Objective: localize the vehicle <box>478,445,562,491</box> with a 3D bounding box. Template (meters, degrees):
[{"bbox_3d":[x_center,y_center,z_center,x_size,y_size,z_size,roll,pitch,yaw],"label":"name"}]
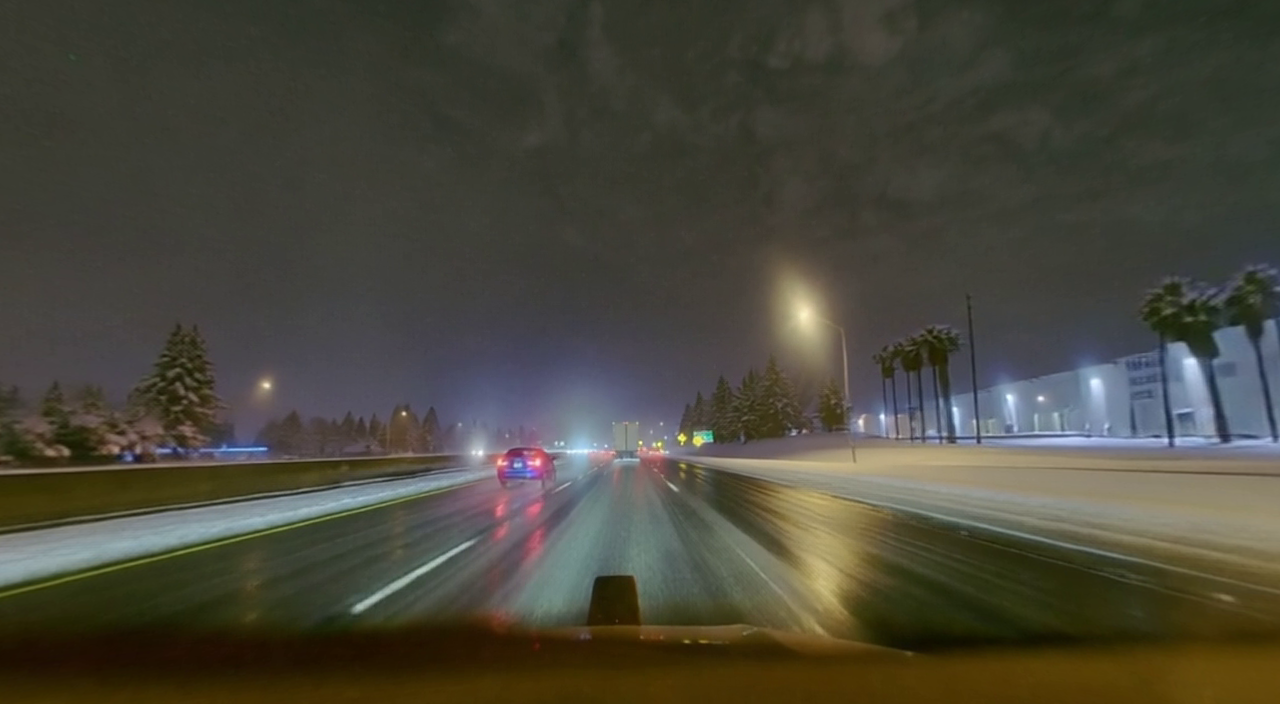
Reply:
[{"bbox_3d":[-4.084,4.006,22.284,2.097,1.447,4.291,0,-8,0],"label":"vehicle"}]

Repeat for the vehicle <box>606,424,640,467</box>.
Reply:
[{"bbox_3d":[-1.244,7.056,47.657,2.364,2.953,6.495,0,-8,-1],"label":"vehicle"}]
